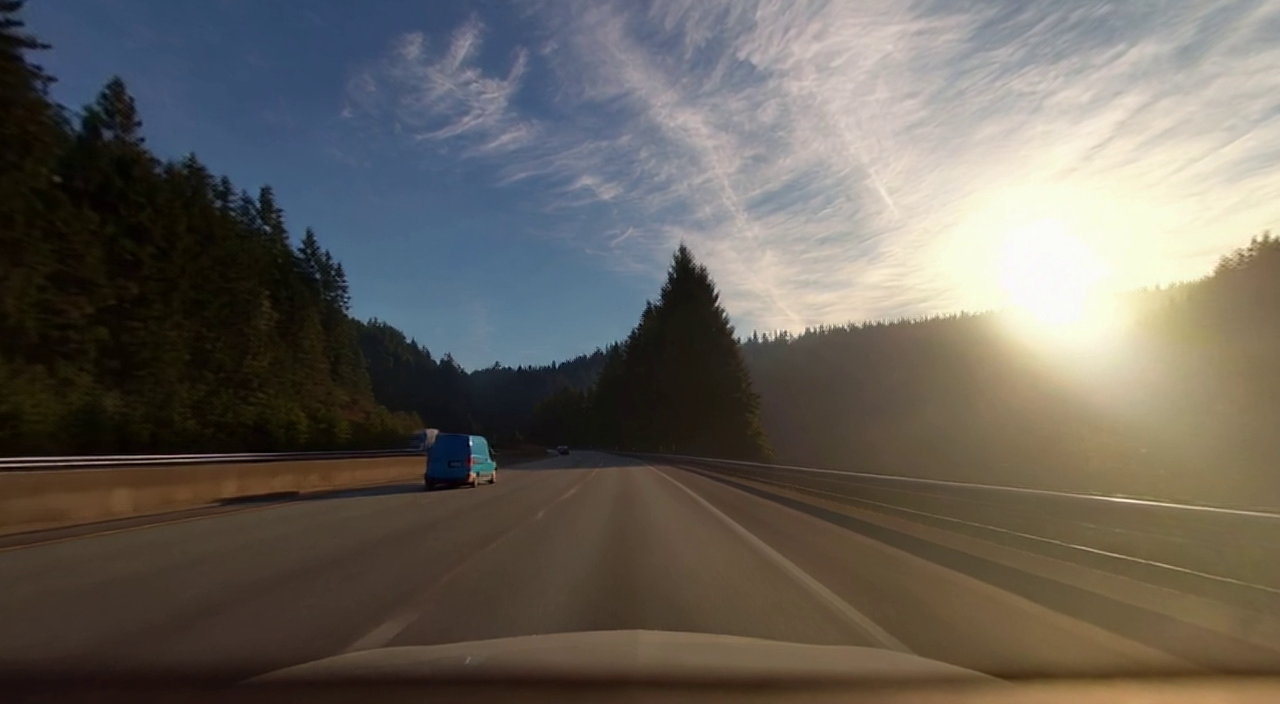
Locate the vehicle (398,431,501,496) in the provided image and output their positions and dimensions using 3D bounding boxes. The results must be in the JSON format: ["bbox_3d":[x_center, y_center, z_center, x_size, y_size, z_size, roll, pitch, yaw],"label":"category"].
[{"bbox_3d":[-6.648,3.969,22.726,2.197,2.038,4.919,0,-9,0],"label":"vehicle"}]
